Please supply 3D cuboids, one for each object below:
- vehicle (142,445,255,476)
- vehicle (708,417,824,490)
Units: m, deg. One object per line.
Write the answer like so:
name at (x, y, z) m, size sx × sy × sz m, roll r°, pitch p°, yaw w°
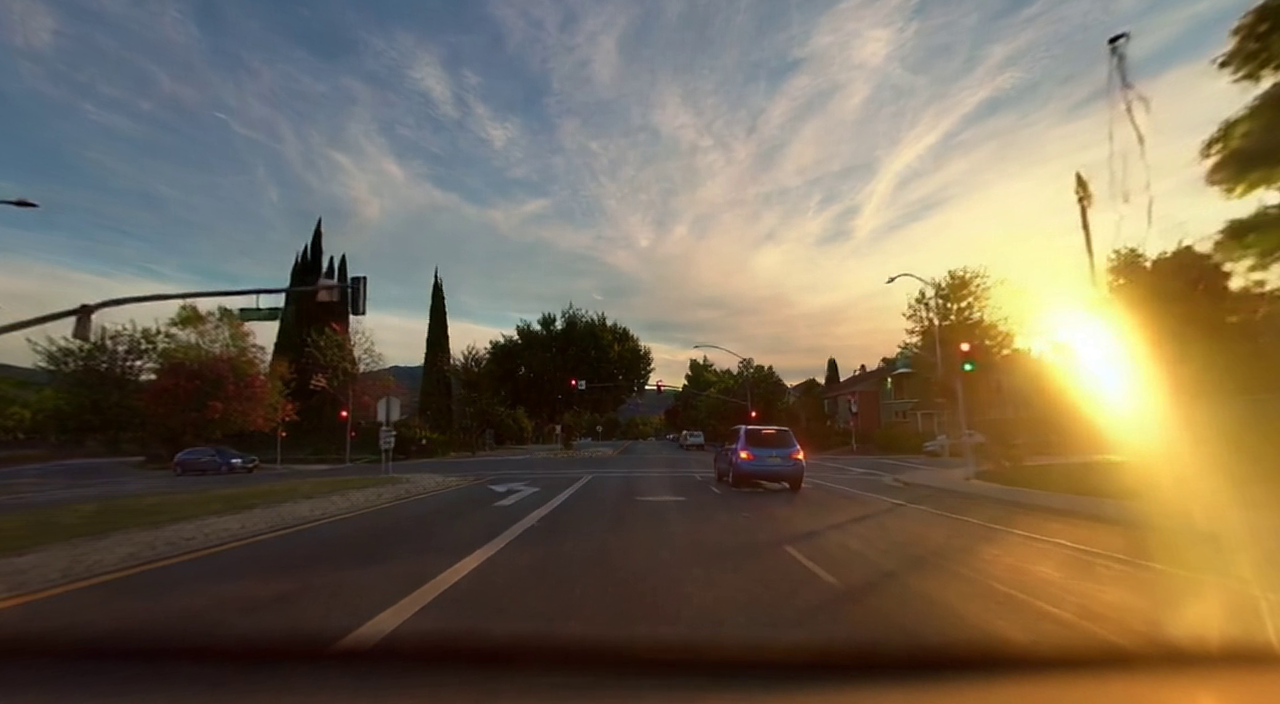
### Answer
vehicle at (-24.823, 6.112, 35.649) m, size 4.737 × 1.659 × 2.042 m, roll 0°, pitch -8°, yaw -3°
vehicle at (3.435, 2.916, 18.390) m, size 2.229 × 1.795 × 4.927 m, roll 0°, pitch -8°, yaw -1°
